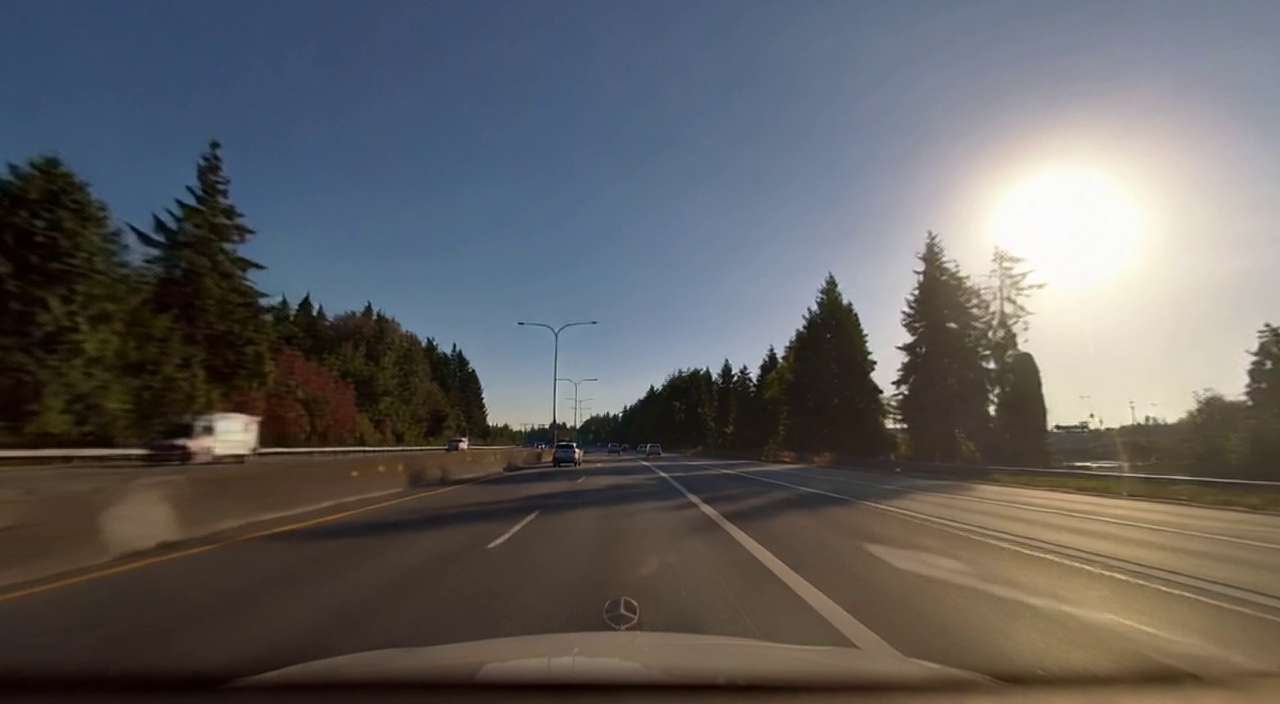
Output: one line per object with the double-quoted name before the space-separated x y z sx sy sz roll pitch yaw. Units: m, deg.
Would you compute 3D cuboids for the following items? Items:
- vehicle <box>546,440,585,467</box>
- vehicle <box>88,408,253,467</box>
"vehicle" -4.654 6.402 39.742 2.071 1.615 3.868 0 -9 -1
"vehicle" -16.969 3.188 23.119 2.070 1.906 5.188 0 -9 -1
